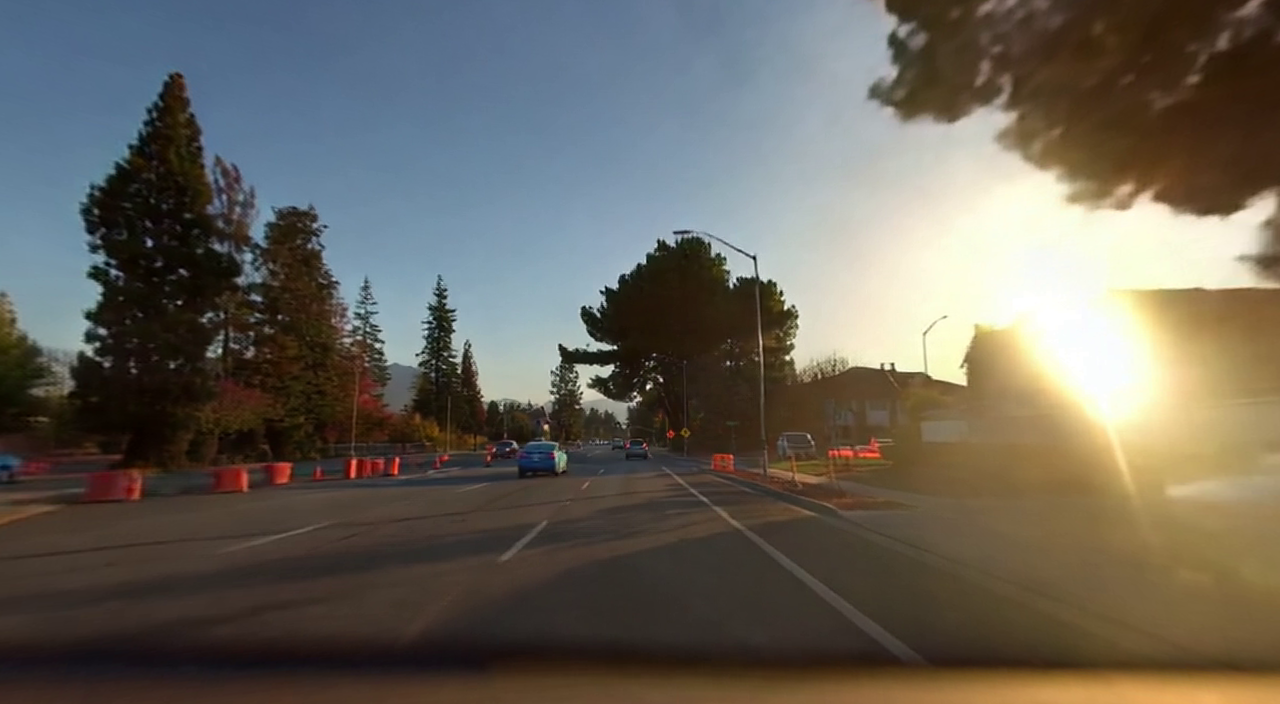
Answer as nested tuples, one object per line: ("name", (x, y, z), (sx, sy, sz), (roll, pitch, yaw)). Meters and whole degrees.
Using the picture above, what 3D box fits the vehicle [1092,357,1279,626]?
("vehicle", (6.484, 1.013, 4.699), (4.447, 1.754, 2.182), (0, -8, 4))

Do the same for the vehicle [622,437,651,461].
("vehicle", (-0.246, 7.372, 48.054), (2.135, 1.711, 4.124), (0, -8, 0))

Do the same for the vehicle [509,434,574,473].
("vehicle", (-4.578, 4.808, 30.023), (2.198, 1.663, 4.519), (0, -8, 2))

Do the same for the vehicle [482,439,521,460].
("vehicle", (-10.707, 7.569, 49.058), (2.009, 1.541, 4.753), (0, -8, -1))
